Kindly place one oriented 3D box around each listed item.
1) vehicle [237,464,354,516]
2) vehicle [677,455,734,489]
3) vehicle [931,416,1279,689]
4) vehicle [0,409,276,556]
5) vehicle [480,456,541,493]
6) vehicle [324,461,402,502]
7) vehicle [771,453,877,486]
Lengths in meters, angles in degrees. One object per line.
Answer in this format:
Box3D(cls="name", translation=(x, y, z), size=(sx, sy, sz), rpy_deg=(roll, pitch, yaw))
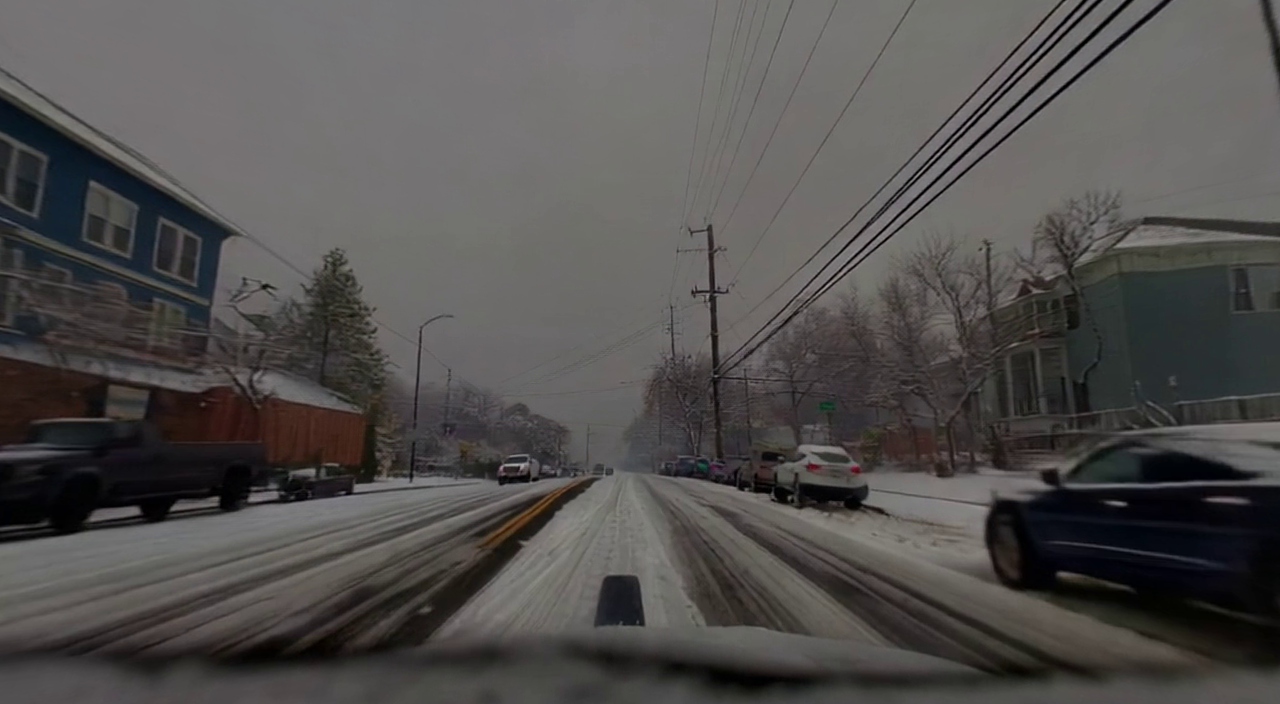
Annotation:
Box3D(cls="vehicle", translation=(-11.568, 4.614, 21.622), size=(1.742, 1.415, 4.566), rpy_deg=(0, -9, -4))
Box3D(cls="vehicle", translation=(3.018, 5.652, 30.104), size=(1.917, 1.434, 4.733), rpy_deg=(0, -9, -4))
Box3D(cls="vehicle", translation=(4.499, 1.287, 4.687), size=(2.059, 1.502, 4.824), rpy_deg=(0, -9, -5))
Box3D(cls="vehicle", translation=(-11.130, 2.766, 14.189), size=(2.687, 2.491, 5.936), rpy_deg=(-2, -8, -4))
Box3D(cls="vehicle", translation=(-5.976, 5.673, 29.594), size=(2.205, 1.480, 4.366), rpy_deg=(-1, -9, -4))
Box3D(cls="vehicle", translation=(-11.923, 5.564, 27.436), size=(1.936, 1.516, 3.647), rpy_deg=(0, -9, -4))
Box3D(cls="vehicle", translation=(8.925, 5.653, 30.674), size=(4.658, 1.465, 2.025), rpy_deg=(-4, -9, 24))
